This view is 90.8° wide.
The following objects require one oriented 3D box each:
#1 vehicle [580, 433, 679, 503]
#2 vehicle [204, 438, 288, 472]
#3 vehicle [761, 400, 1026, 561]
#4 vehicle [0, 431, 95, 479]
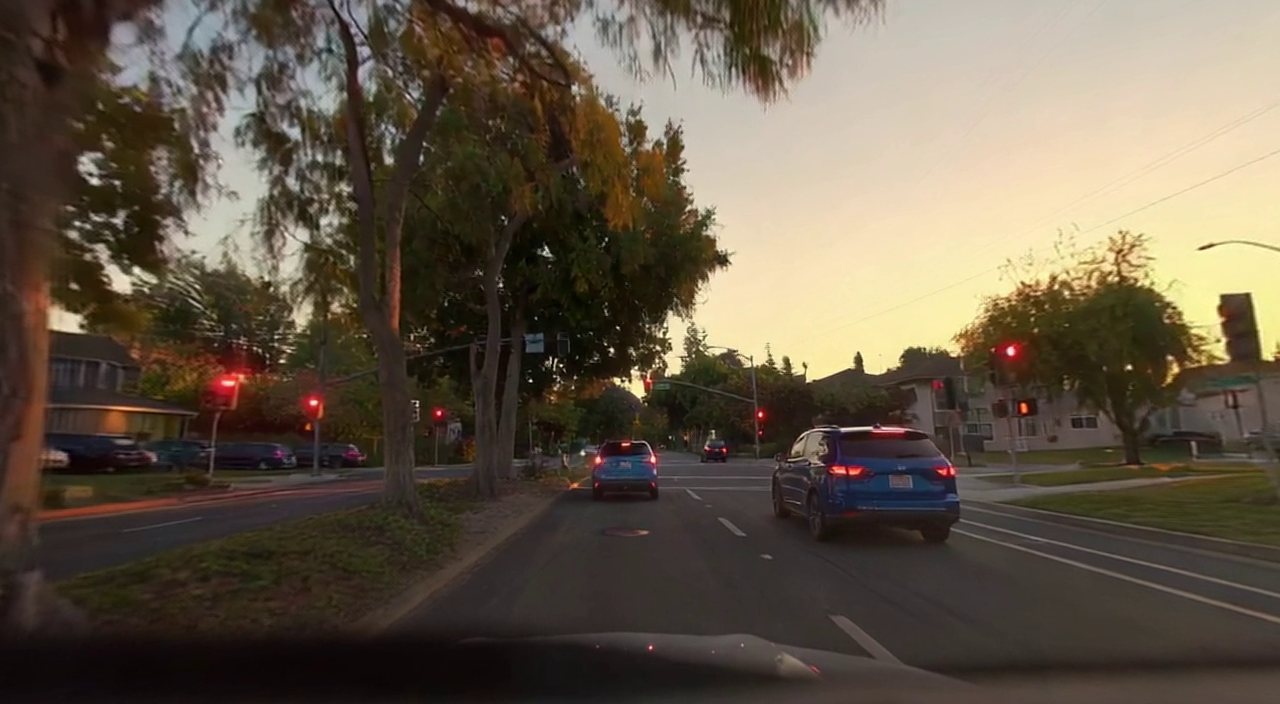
[{"bbox_3d":[-0.232,2.895,16.267,2.177,1.512,4.682,0,-8,0],"label":"vehicle"},{"bbox_3d":[-28.642,7.445,45.949,4.943,2.110,2.217,3,-11,-37],"label":"vehicle"},{"bbox_3d":[3.232,1.747,9.254,2.046,1.768,4.370,0,-9,0],"label":"vehicle"},{"bbox_3d":[-28.745,4.761,29.151,4.957,2.108,2.246,4,-10,-29],"label":"vehicle"}]
